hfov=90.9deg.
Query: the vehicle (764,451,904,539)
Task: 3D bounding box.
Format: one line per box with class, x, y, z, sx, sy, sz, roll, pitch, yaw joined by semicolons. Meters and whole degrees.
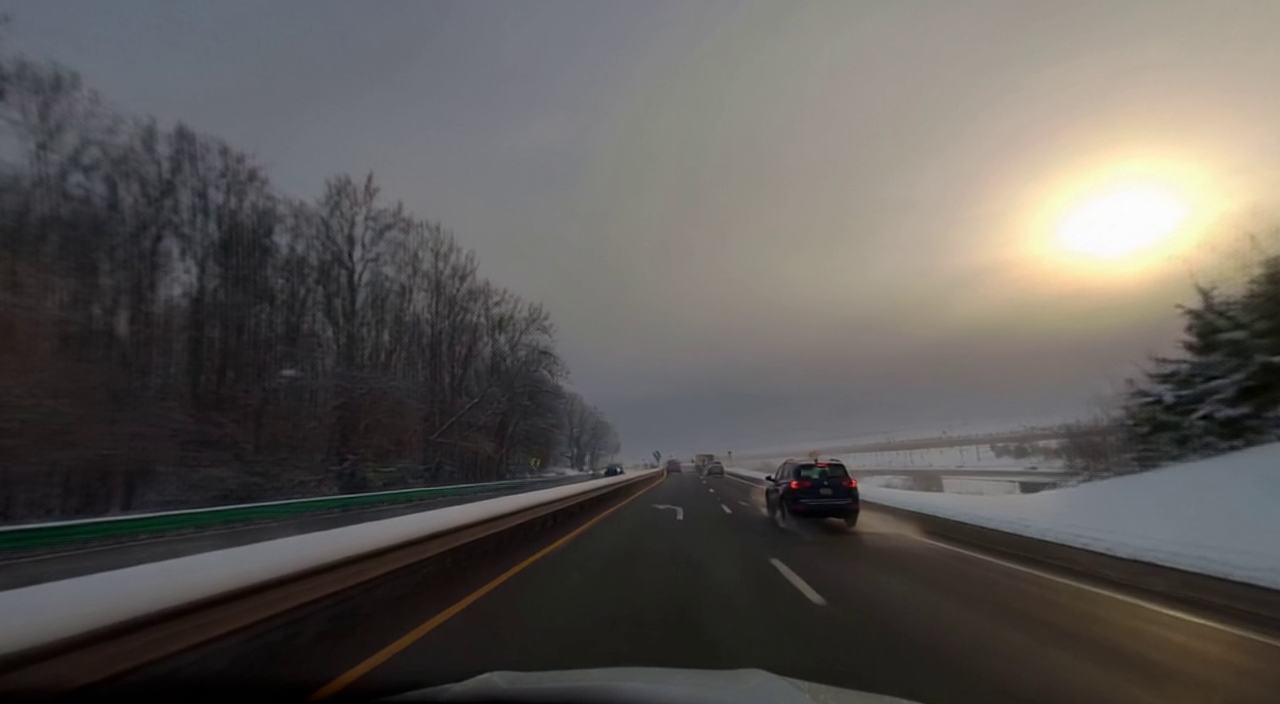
vehicle;4.050;3.070;13.954;2.023;1.593;4.105;0;-10;4
